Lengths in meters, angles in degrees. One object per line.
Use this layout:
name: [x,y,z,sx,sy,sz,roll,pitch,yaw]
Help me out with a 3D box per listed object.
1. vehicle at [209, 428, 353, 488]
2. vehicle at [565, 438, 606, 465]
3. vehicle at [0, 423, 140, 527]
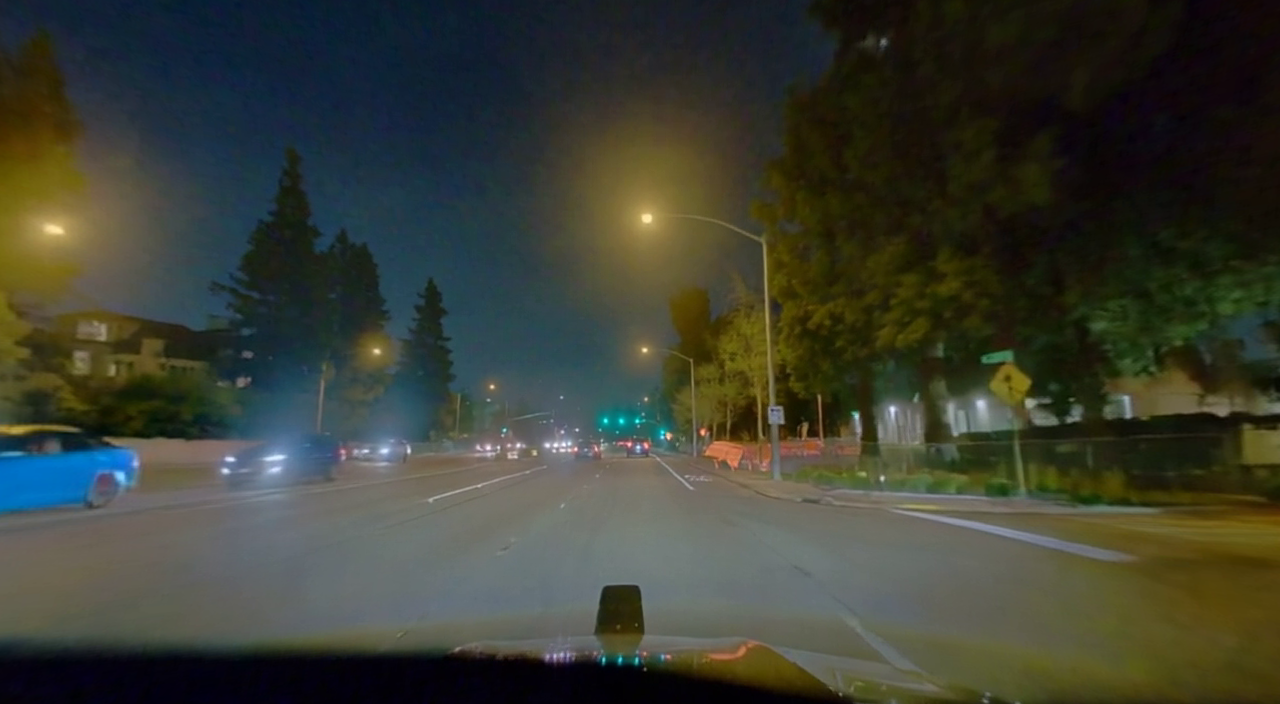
vehicle: [-11.122,3.303,19.960,2.014,1.674,4.337,0,-8,0]
vehicle: [-3.531,6.539,41.508,2.198,1.663,4.519,0,-8,1]
vehicle: [-10.630,1.884,9.676,2.009,1.541,4.753,0,-8,-1]
